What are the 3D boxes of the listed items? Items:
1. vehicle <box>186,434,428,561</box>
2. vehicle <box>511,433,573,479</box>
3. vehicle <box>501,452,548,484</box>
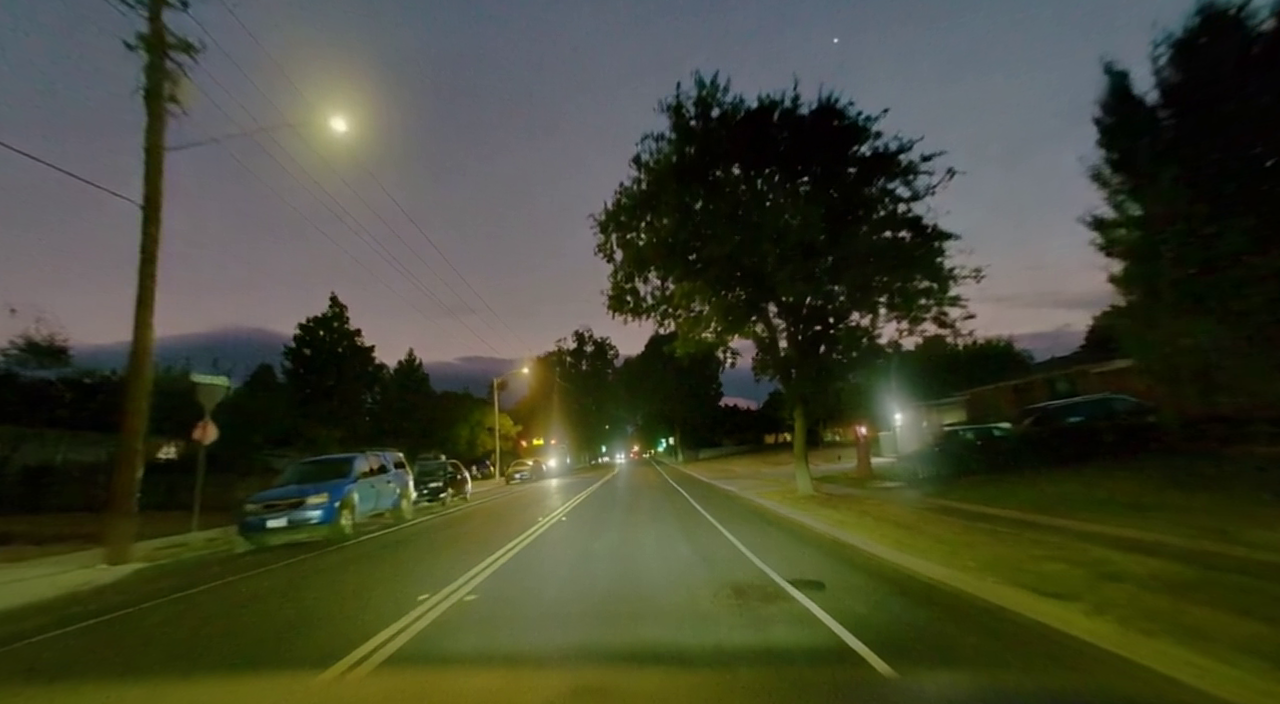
[{"bbox_3d":[-6.591,2.930,13.503,2.284,1.939,5.502,-4,-10,-2],"label":"vehicle"},{"bbox_3d":[-6.629,7.192,43.764,2.835,2.876,7.091,-1,-9,3],"label":"vehicle"},{"bbox_3d":[-6.767,6.850,37.469,2.023,1.721,4.418,0,-9,-1],"label":"vehicle"}]
